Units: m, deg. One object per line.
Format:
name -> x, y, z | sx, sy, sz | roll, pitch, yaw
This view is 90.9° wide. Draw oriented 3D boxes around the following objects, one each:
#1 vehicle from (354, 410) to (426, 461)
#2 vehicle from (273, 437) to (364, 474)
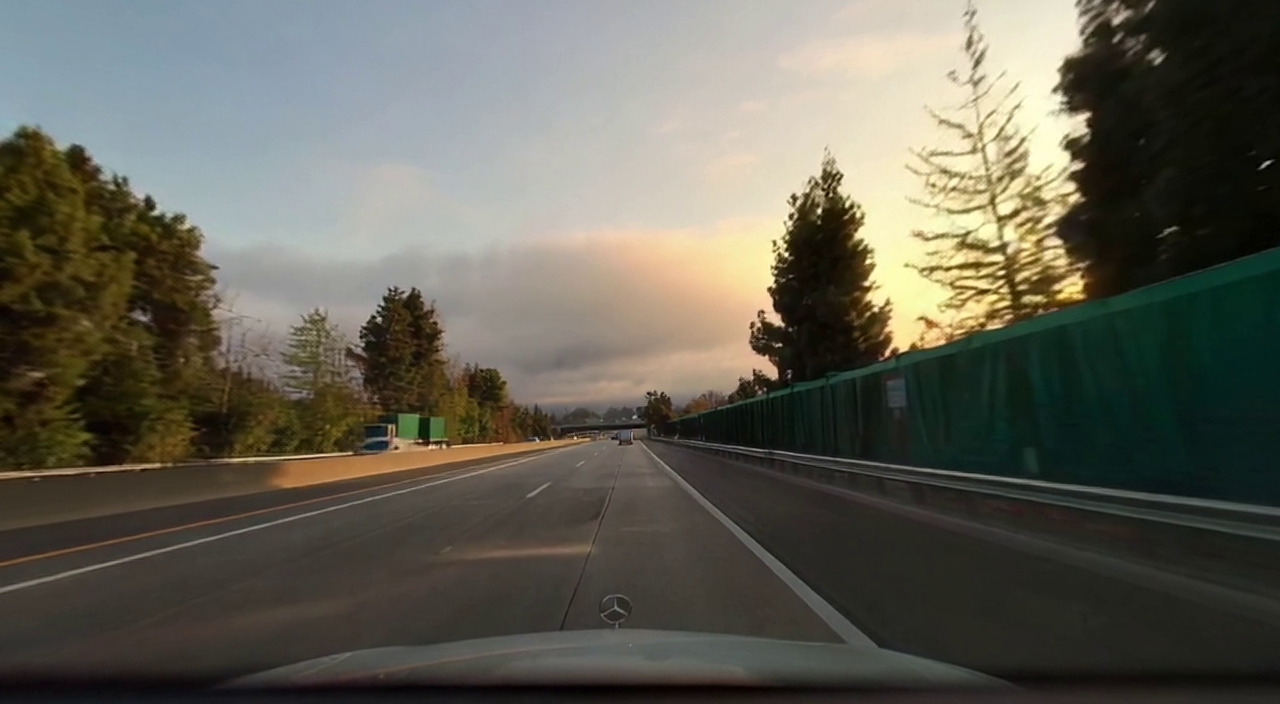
vehicle -> -17.921, 6.009, 45.539 | 2.903, 3.412, 5.821 | 0, -7, -2
vehicle -> -13.134, 4.233, 26.002 | 1.734, 1.379, 3.833 | 0, -7, -1
